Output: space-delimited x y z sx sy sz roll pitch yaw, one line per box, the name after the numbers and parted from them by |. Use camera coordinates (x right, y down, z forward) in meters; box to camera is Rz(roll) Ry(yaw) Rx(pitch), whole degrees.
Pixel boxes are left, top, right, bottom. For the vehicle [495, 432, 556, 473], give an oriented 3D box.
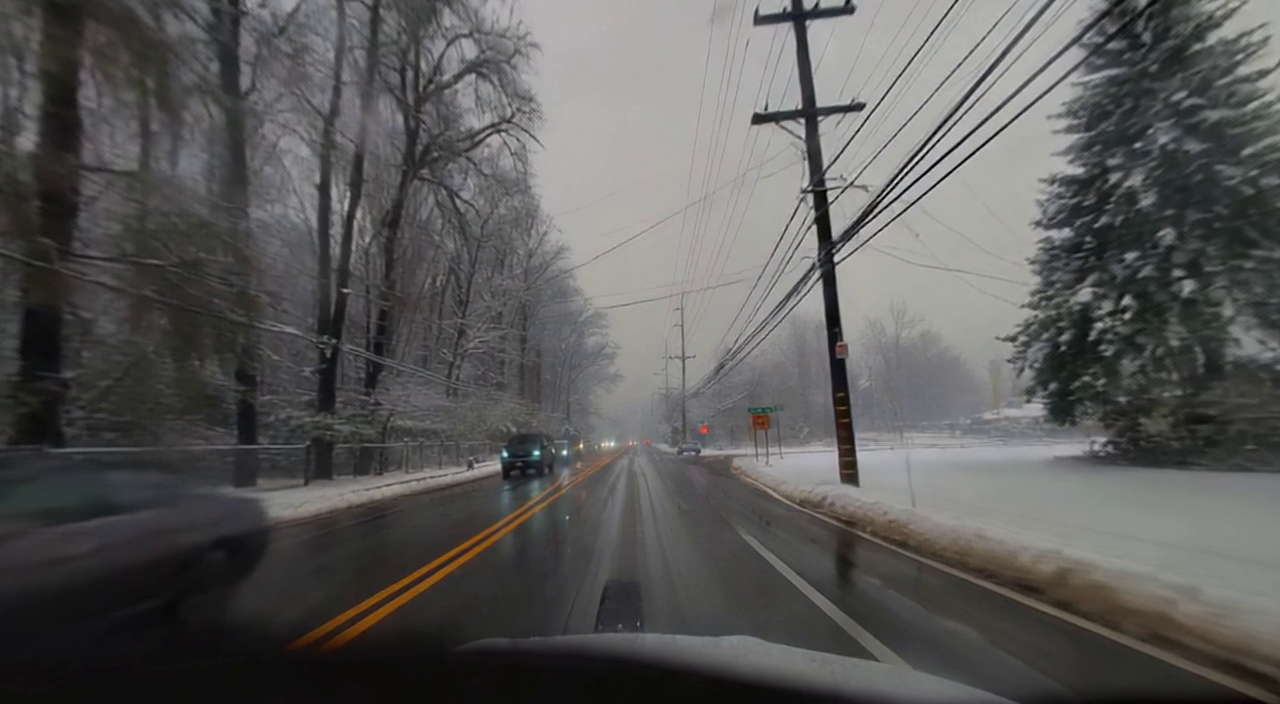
-5.387 4.827 30.368 2.228 1.792 4.397 0 -9 -1 | vehicle

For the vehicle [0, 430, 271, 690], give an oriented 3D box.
-4.648 1.271 4.105 1.966 1.468 4.207 -1 -9 0 | vehicle
